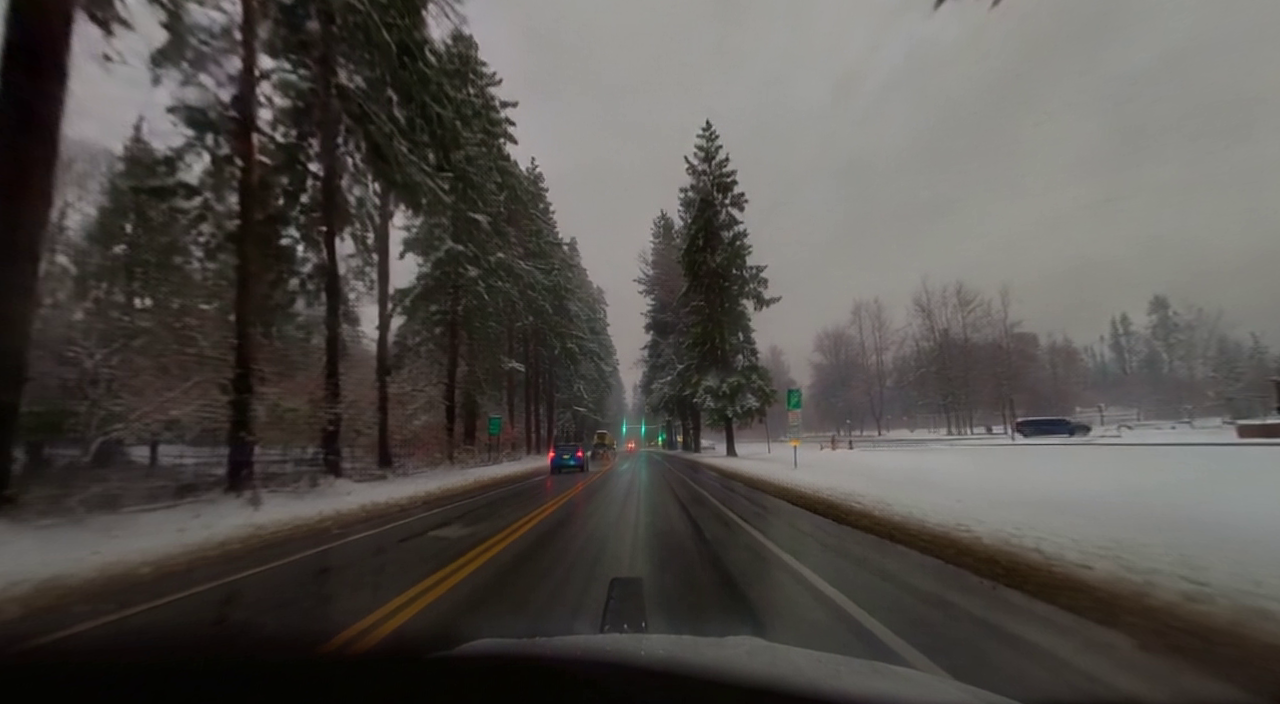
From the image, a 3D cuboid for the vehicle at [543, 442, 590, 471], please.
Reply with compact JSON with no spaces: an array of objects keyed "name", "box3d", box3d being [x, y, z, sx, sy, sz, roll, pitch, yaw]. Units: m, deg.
[{"name":"vehicle","box3d":[-3.943,5.687,34.569,2.005,1.462,4.345,0,-8,1]}]
